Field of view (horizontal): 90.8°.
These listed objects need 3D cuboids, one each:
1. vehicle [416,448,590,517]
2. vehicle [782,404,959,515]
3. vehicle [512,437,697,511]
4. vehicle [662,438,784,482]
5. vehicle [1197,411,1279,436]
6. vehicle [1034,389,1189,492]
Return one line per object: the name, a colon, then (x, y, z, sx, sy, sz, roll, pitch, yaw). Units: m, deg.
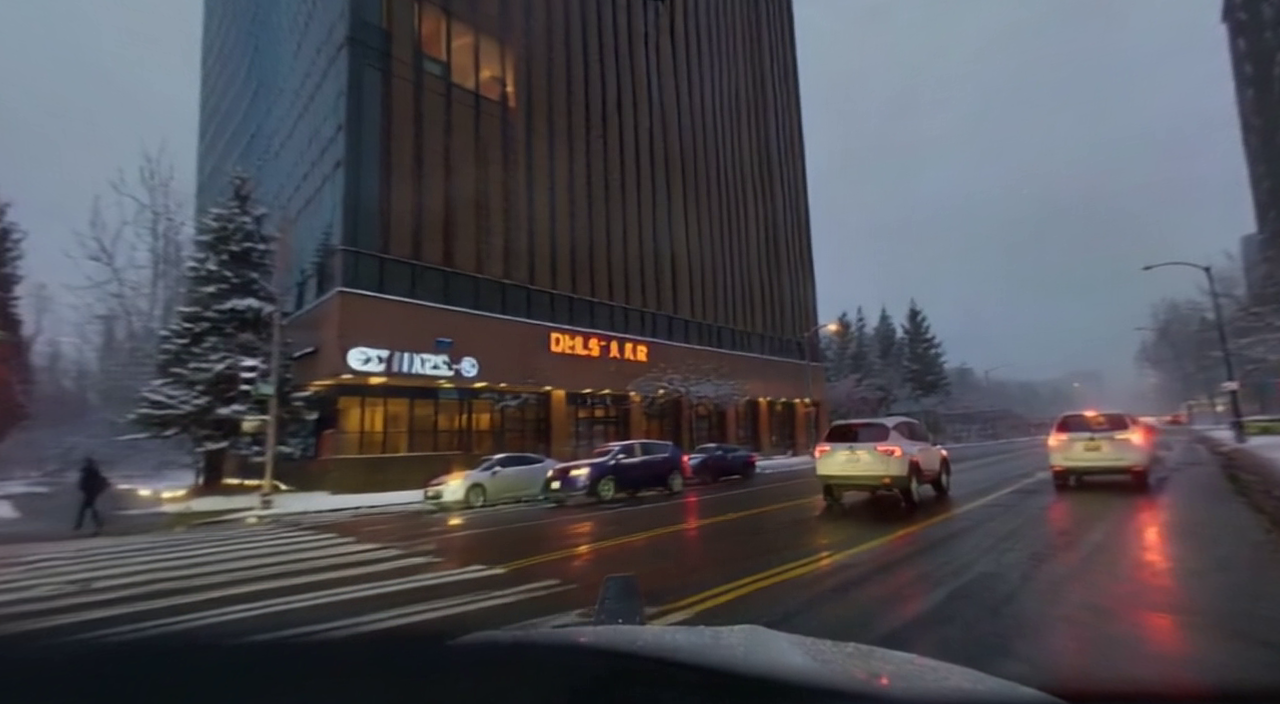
vehicle: (-3.440, 3.278, 16.474, 1.989, 1.508, 4.021, -7, -11, 39)
vehicle: (4.543, 2.005, 12.078, 2.023, 1.702, 4.152, -6, -10, 35)
vehicle: (-0.694, 2.836, 15.244, 1.857, 1.507, 4.504, -7, -11, 39)
vehicle: (3.364, 4.142, 24.674, 2.103, 1.514, 5.374, -8, -11, 40)
vehicle: (38.332, 4.524, 39.731, 4.426, 1.490, 1.862, -4, -9, 23)
vehicle: (10.994, 2.060, 14.707, 2.352, 1.953, 4.796, -7, -11, 38)
